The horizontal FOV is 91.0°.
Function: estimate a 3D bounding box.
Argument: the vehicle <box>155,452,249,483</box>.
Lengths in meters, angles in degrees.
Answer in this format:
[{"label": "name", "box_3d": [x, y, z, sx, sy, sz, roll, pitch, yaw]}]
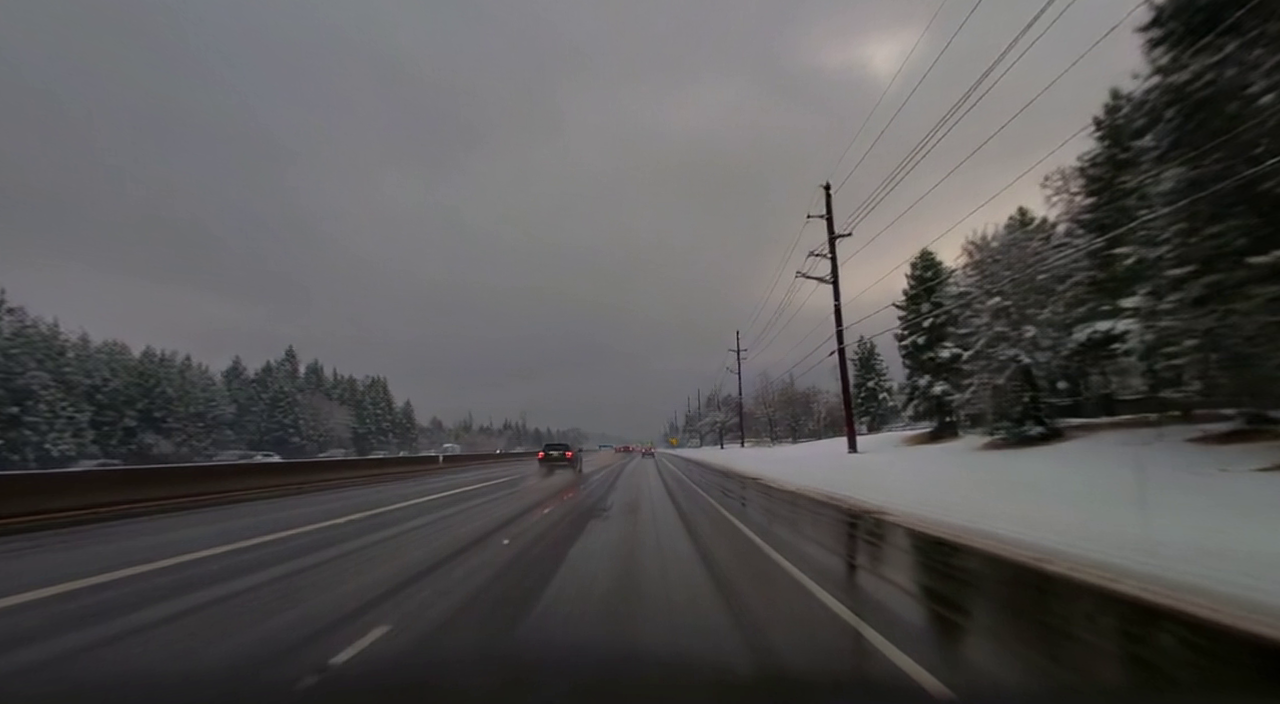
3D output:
[{"label": "vehicle", "box_3d": [-24.191, 6.375, 34.978, 1.918, 1.568, 4.469, 0, -9, 1]}]

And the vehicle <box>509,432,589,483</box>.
[{"label": "vehicle", "box_3d": [-3.719, 4.473, 26.921, 2.577, 1.939, 5.408, 0, -9, 1]}]

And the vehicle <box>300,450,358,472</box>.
[{"label": "vehicle", "box_3d": [-24.338, 8.547, 49.474, 1.969, 1.643, 4.768, 0, -9, 1]}]

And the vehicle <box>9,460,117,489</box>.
[{"label": "vehicle", "box_3d": [-32.443, 6.871, 35.599, 1.842, 1.472, 4.518, 0, -9, 0]}]
